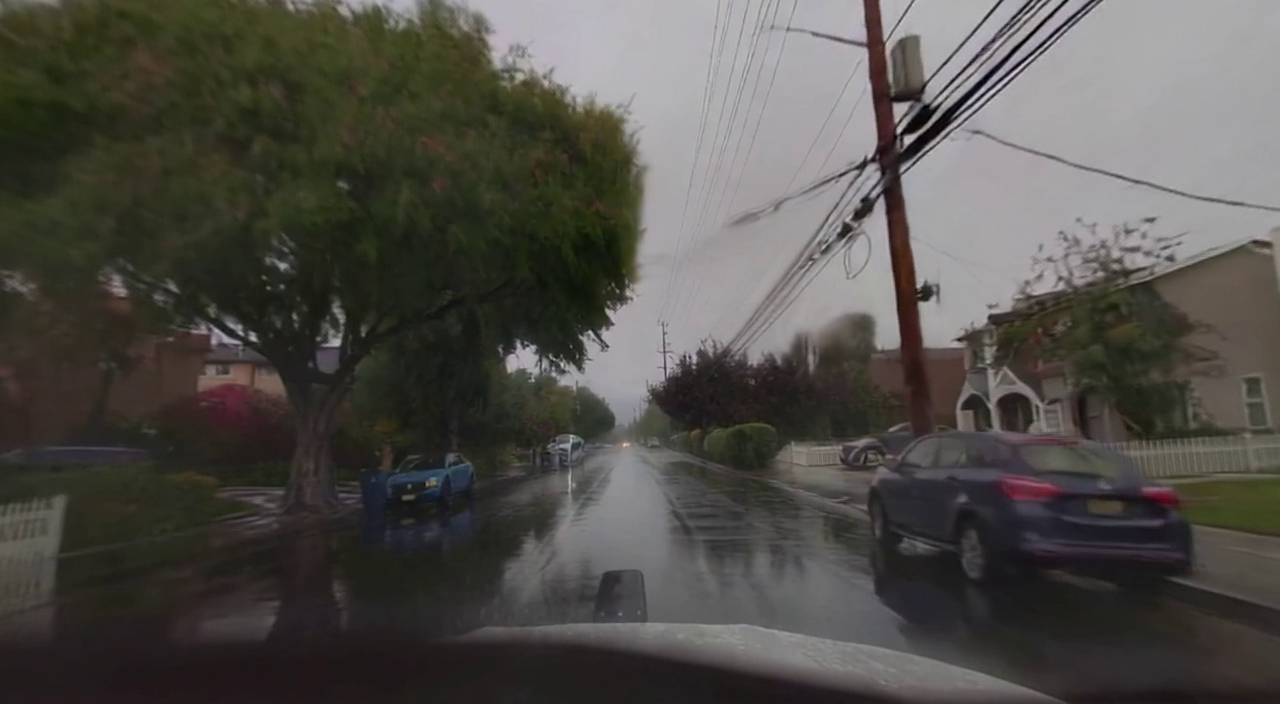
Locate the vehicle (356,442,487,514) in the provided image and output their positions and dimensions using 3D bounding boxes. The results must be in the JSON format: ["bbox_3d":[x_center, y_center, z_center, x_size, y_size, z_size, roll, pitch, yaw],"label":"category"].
[{"bbox_3d":[-5.962,3.441,17.985,1.954,1.551,5.128,-3,-7,0],"label":"vehicle"}]

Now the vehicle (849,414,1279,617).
[{"bbox_3d":[4.075,1.567,6.962,2.020,1.558,3.925,1,-9,-3],"label":"vehicle"}]
